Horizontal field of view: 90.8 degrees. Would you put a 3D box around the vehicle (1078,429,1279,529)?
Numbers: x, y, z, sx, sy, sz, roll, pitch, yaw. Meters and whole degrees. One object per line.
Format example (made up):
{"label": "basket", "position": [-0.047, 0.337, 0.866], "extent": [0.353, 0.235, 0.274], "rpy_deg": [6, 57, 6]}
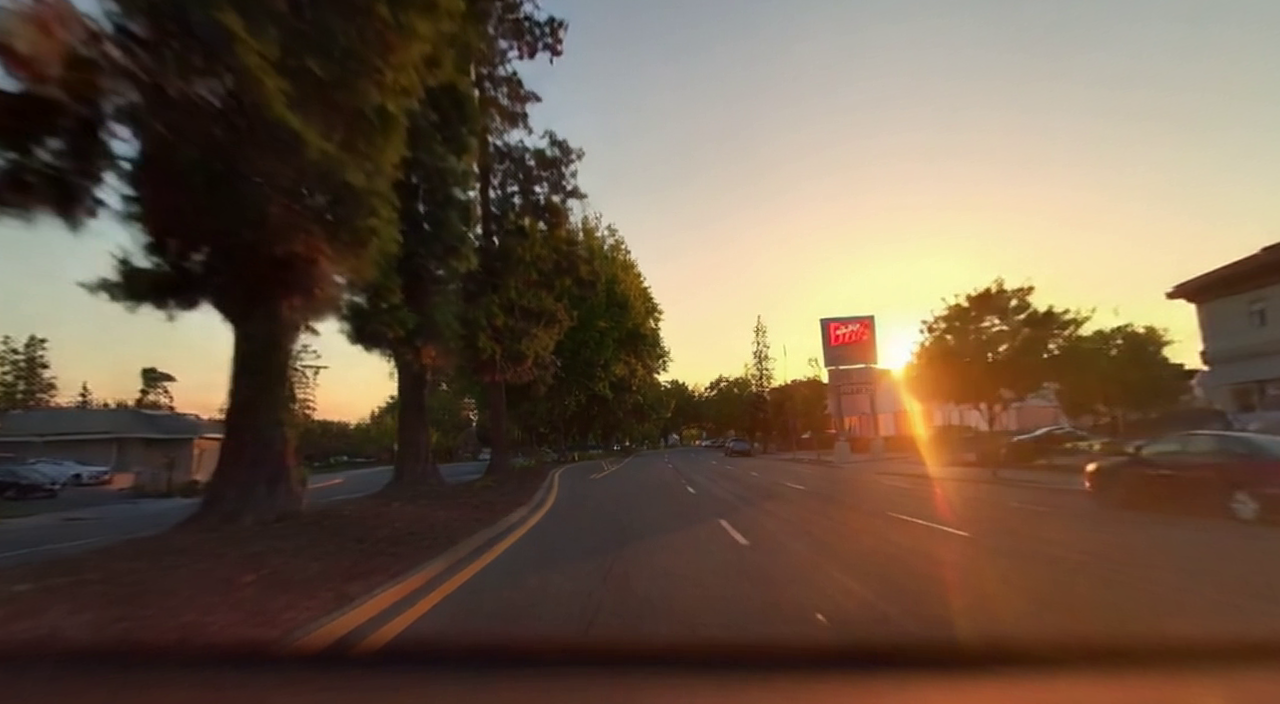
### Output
{"label": "vehicle", "position": [10.329, 2.110, 10.960], "extent": [2.034, 1.437, 4.728], "rpy_deg": [0, -9, -1]}

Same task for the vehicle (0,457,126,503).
{"label": "vehicle", "position": [-30.266, 6.441, 32.414], "extent": [2.326, 1.944, 6.466], "rpy_deg": [1, -8, 0]}
